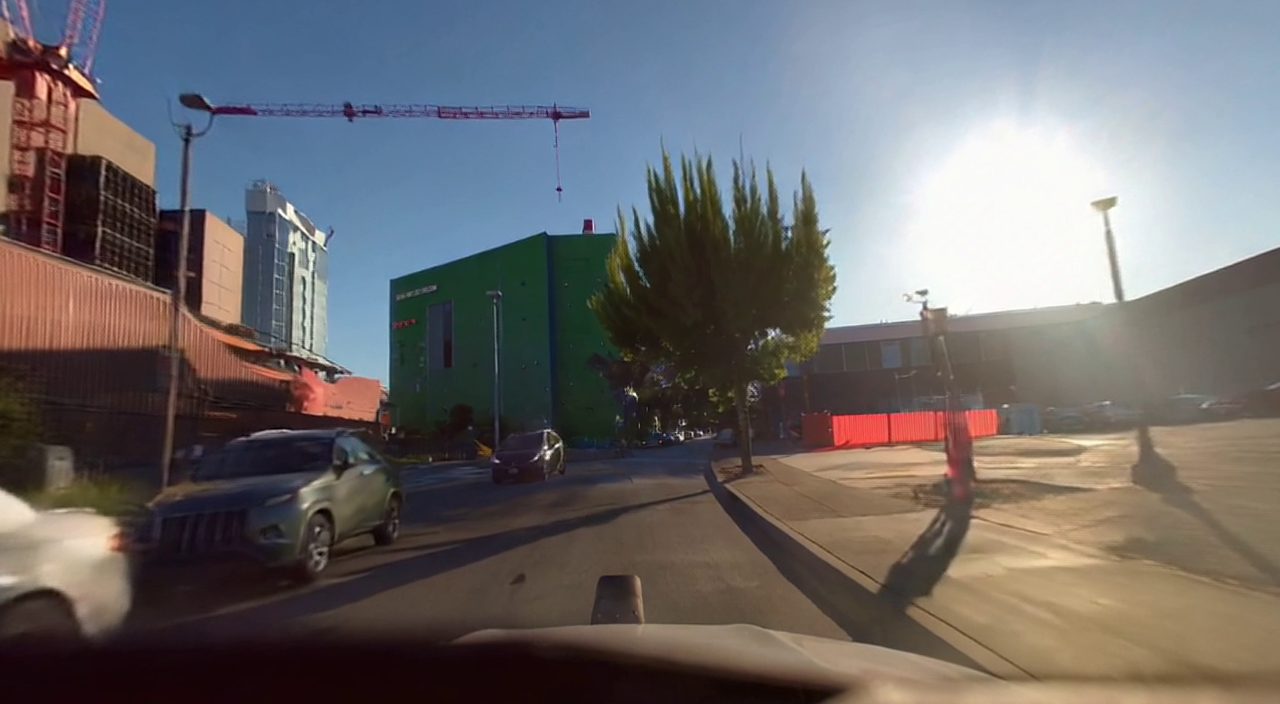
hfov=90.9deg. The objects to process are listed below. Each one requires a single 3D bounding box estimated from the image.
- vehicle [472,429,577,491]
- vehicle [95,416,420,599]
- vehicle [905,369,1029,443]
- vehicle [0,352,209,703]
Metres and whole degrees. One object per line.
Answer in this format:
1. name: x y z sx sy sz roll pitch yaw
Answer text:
1. vehicle: -3.351 3.208 19.243 1.967 1.646 4.192 -1 -8 7
2. vehicle: -3.937 1.575 7.114 1.736 1.610 2.874 0 -8 3
3. vehicle: 19.280 3.498 38.114 3.031 3.863 9.734 -1 -8 5
4. vehicle: -3.466 0.726 1.459 2.026 1.699 4.224 0 -8 -2
